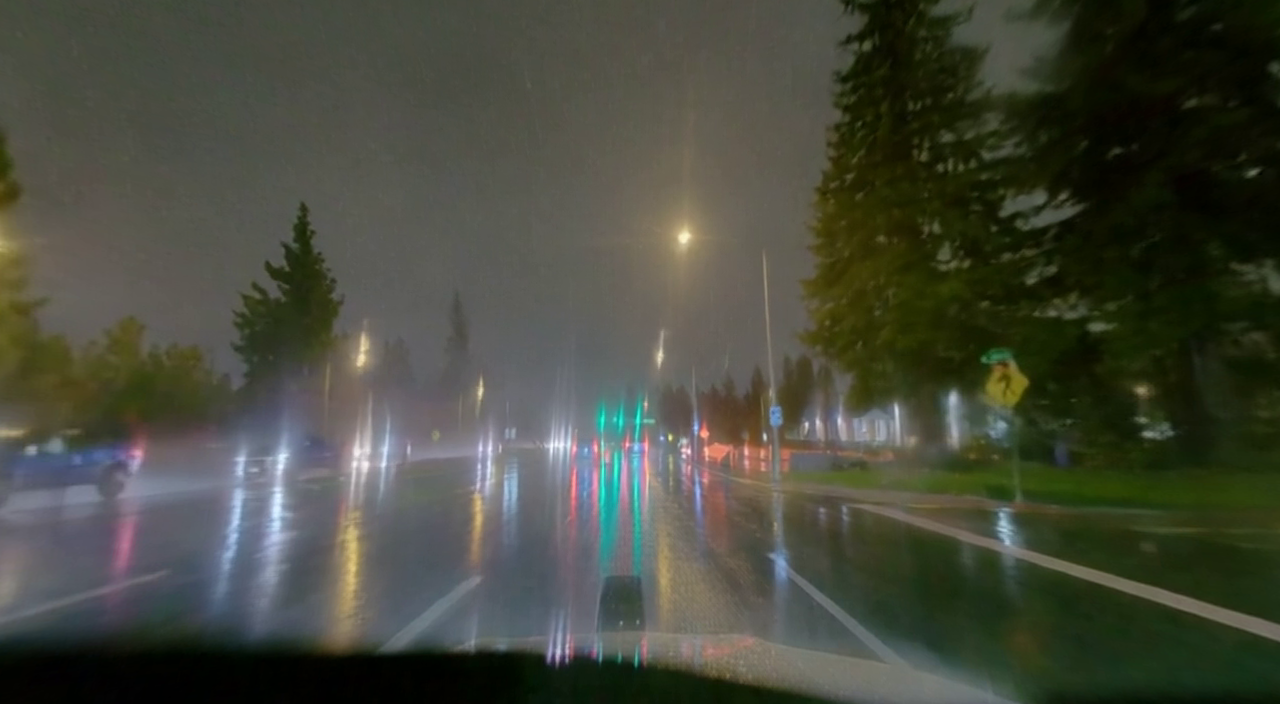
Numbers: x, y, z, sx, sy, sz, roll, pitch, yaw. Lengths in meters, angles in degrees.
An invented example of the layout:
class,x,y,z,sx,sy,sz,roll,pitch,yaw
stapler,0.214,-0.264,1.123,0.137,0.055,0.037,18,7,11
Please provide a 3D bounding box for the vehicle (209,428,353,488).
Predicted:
class,x,y,z,sx,sy,sz,roll,pitch,yaw
vehicle,-11.122,3.303,19.960,2.014,1.674,4.337,0,-8,0

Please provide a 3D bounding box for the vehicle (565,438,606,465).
class,x,y,z,sx,sy,sz,roll,pitch,yaw
vehicle,-3.531,6.539,41.508,2.198,1.663,4.519,0,-8,1

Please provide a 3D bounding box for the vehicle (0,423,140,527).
class,x,y,z,sx,sy,sz,roll,pitch,yaw
vehicle,-10.630,1.884,9.676,2.009,1.541,4.753,0,-8,-1
